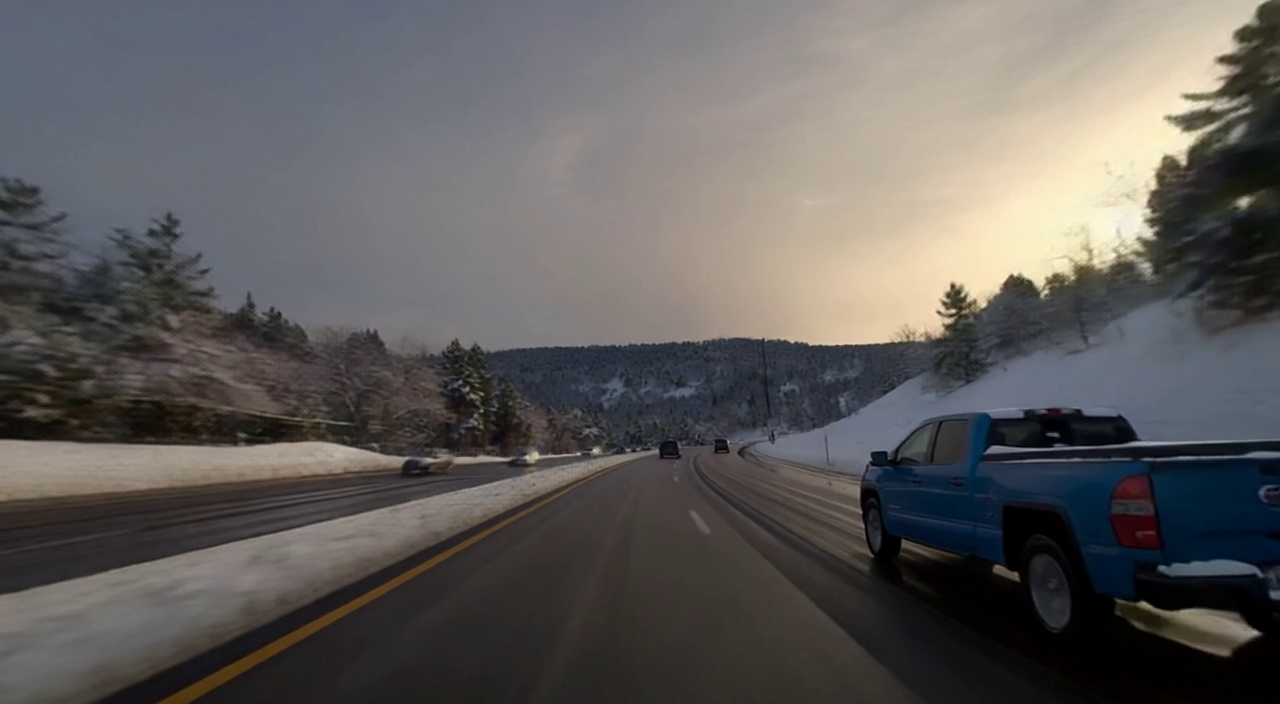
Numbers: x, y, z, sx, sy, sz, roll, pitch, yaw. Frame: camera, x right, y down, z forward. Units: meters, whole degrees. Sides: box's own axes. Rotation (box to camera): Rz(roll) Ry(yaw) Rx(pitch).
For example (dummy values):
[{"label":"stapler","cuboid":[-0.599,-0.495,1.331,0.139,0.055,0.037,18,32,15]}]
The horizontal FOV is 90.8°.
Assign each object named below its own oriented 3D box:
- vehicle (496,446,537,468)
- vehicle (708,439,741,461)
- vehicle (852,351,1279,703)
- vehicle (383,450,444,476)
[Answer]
[{"label":"vehicle","cuboid":[-9.520,8.146,49.099,1.954,1.605,4.462,-1,-9,4]},{"label":"vehicle","cuboid":[6.601,7.717,49.725,2.249,1.635,4.118,-1,-9,4]},{"label":"vehicle","cuboid":[3.674,1.208,5.211,2.151,1.744,4.709,0,-9,-1]},{"label":"vehicle","cuboid":[-13.824,6.808,38.899,1.849,1.453,4.470,-1,-9,4]}]
